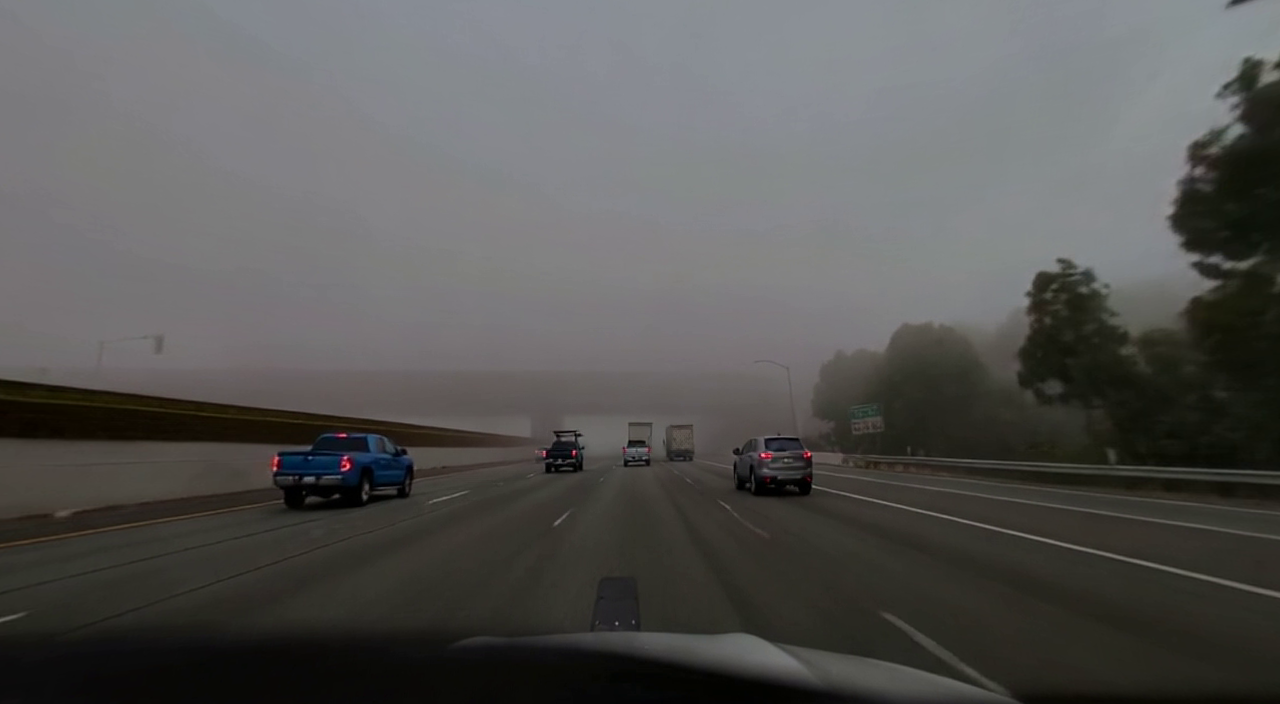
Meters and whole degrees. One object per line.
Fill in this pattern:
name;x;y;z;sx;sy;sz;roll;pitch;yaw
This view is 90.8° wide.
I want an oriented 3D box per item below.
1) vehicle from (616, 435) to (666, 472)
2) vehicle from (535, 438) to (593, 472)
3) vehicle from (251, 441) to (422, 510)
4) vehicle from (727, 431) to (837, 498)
vehicle;0.033;5.652;35.376;2.572;1.837;5.693;0;-9;0
vehicle;-4.051;5.593;34.507;2.535;1.715;5.030;0;-9;0
vehicle;-7.185;2.945;15.616;1.947;1.444;4.595;0;-9;0
vehicle;3.897;3.162;18.099;2.119;1.653;4.000;0;-9;-1
